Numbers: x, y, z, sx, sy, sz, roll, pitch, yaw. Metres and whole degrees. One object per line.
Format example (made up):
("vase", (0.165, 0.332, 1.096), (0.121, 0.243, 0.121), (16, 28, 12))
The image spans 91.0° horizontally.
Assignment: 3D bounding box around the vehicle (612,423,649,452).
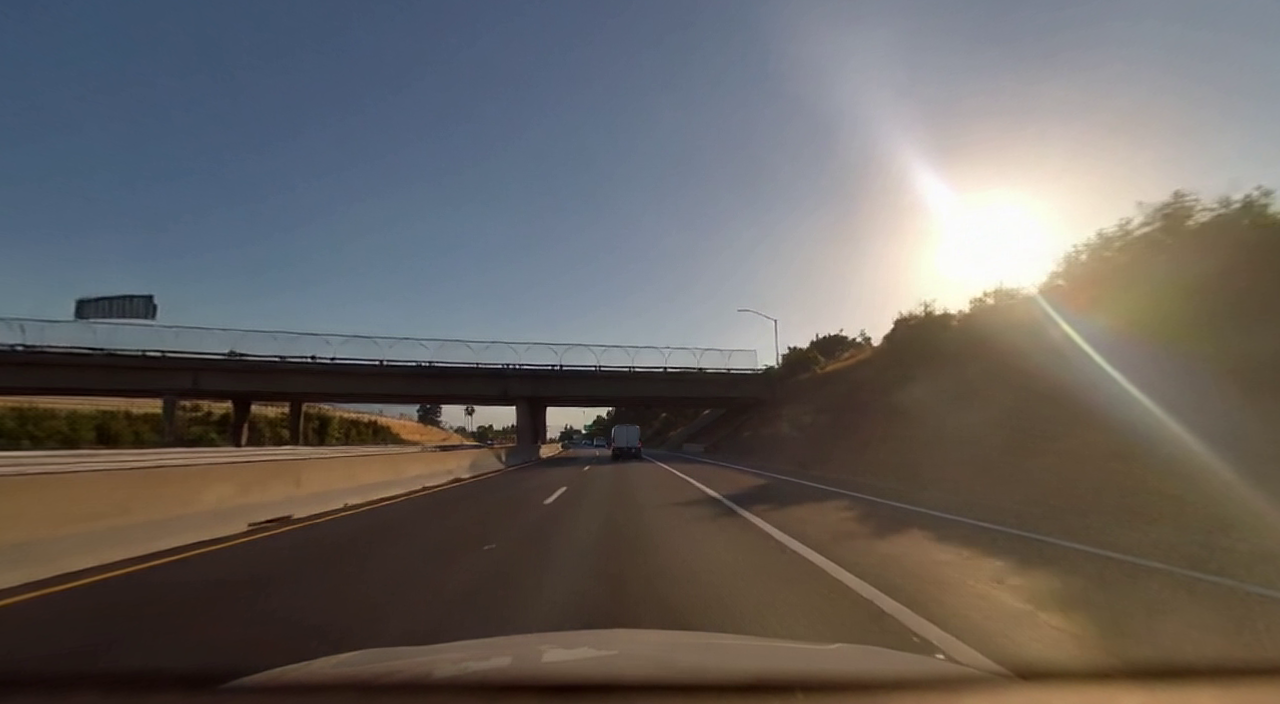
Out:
("vehicle", (-0.662, 5.283, 38.832), (2.157, 1.647, 4.524), (0, -8, -3))
